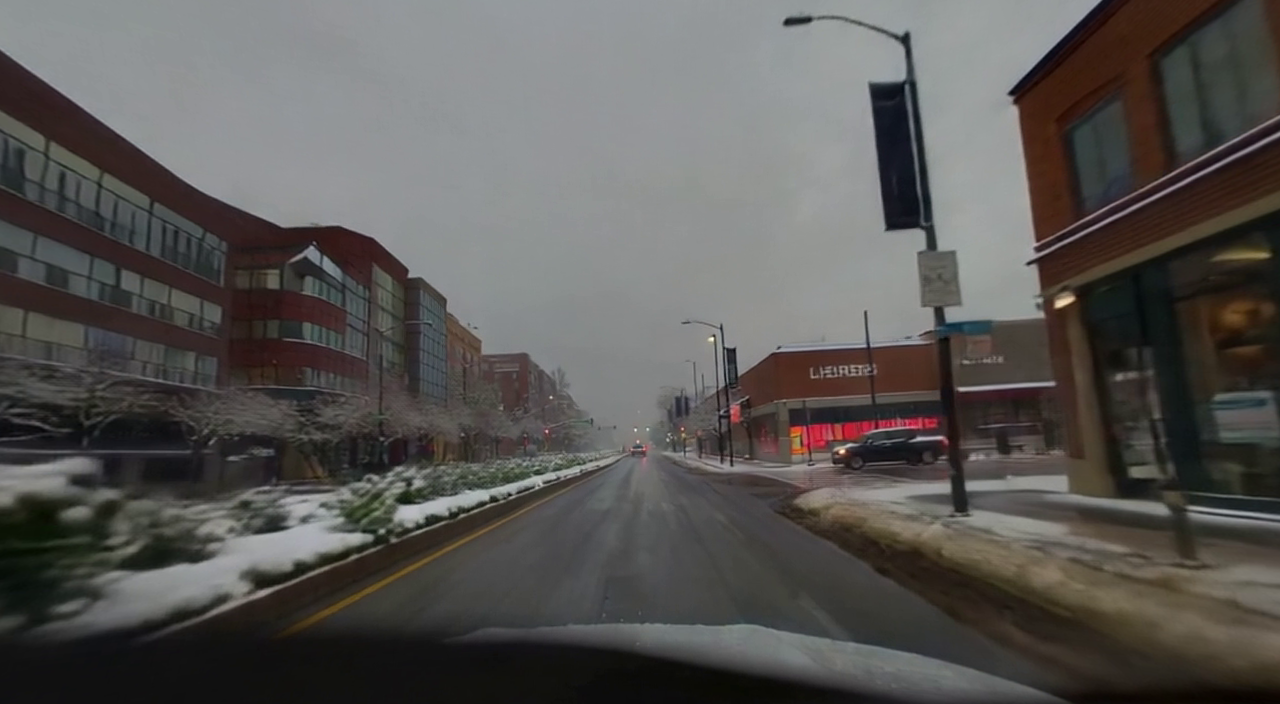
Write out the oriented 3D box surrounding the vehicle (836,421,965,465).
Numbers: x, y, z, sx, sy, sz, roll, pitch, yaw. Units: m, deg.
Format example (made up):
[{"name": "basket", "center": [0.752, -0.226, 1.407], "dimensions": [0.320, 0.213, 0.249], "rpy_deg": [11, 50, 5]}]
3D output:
[{"name": "vehicle", "center": [11.267, 4.017, 27.682], "dimensions": [4.694, 1.826, 2.226], "rpy_deg": [-1, -9, 8]}]
